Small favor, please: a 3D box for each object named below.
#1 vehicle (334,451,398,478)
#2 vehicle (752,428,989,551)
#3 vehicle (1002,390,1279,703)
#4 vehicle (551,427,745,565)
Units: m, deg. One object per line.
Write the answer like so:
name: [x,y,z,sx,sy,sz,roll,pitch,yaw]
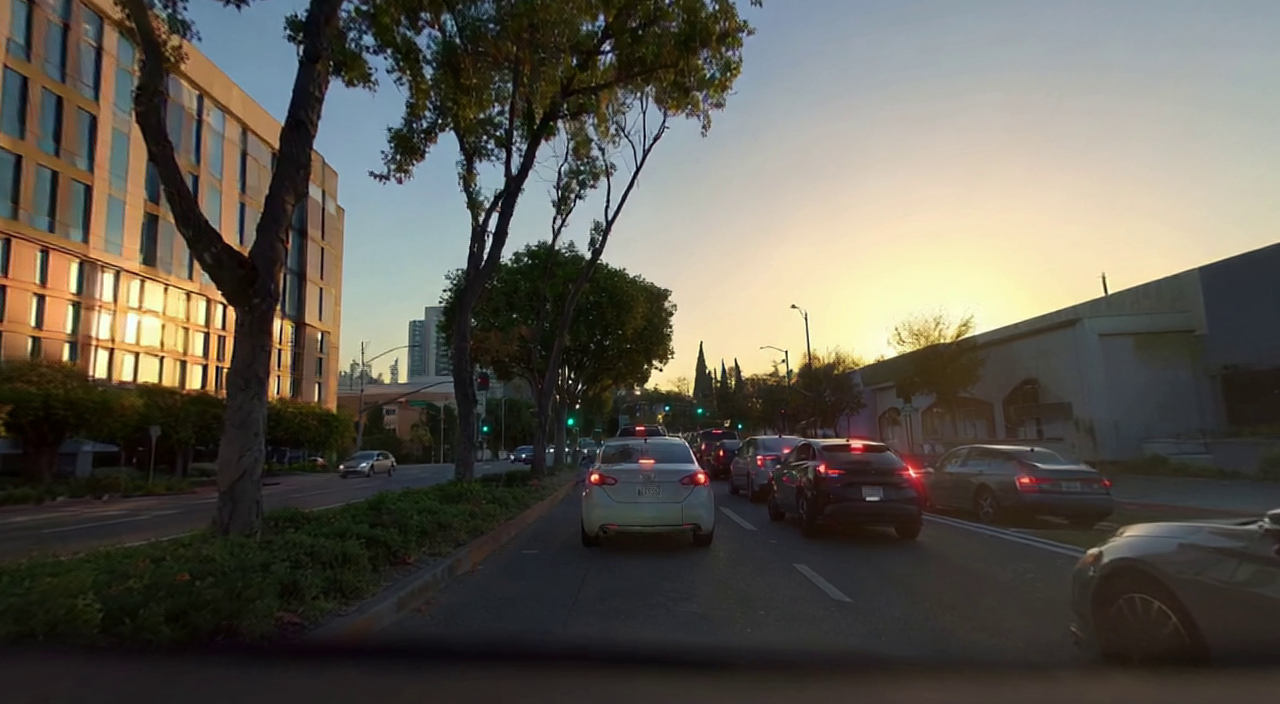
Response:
vehicle: [-16.287,6.704,37.772,1.848,1.447,4.501,0,-8,-1]
vehicle: [3.238,2.025,10.075,1.995,1.483,4.533,0,-8,-1]
vehicle: [3.216,0.777,1.484,1.982,1.491,4.664,0,-8,0]
vehicle: [0.047,1.869,8.987,2.105,1.474,4.127,0,-8,-1]
